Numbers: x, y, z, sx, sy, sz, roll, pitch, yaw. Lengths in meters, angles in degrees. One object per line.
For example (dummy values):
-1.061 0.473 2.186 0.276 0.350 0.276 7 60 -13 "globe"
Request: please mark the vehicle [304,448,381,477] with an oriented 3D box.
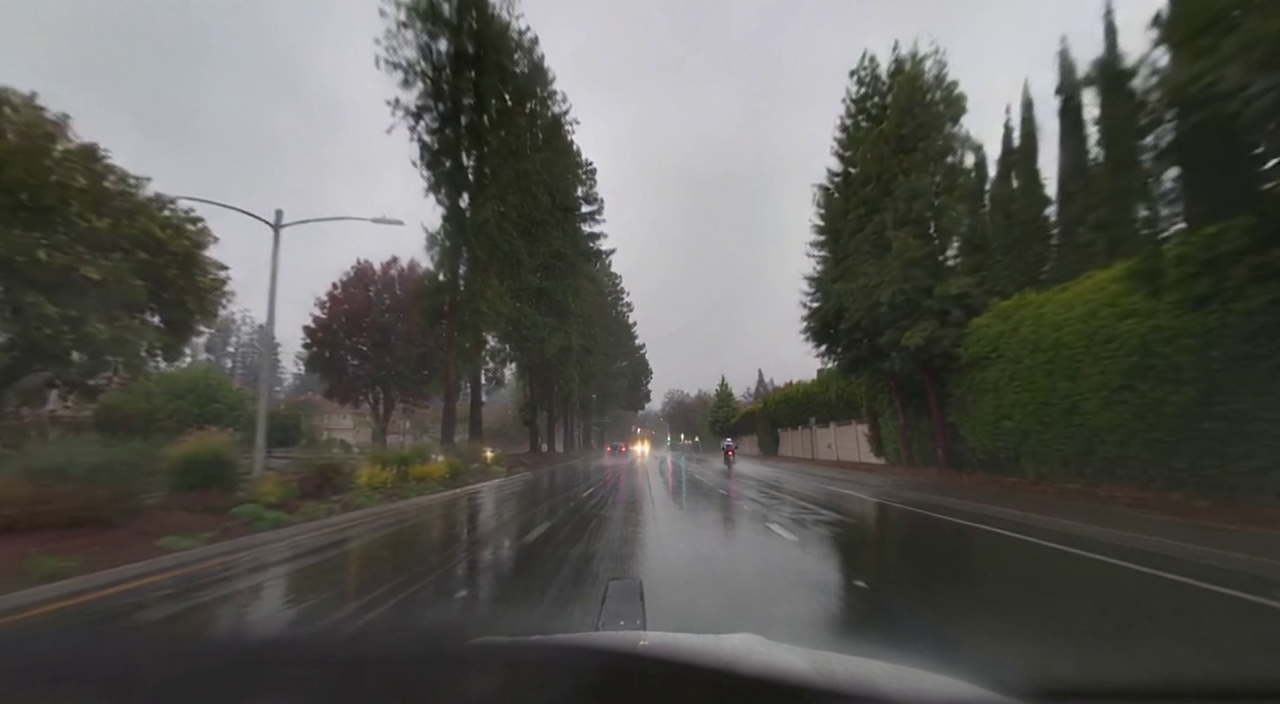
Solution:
-16.684 6.209 35.643 1.963 1.480 4.659 -1 -8 1 "vehicle"
